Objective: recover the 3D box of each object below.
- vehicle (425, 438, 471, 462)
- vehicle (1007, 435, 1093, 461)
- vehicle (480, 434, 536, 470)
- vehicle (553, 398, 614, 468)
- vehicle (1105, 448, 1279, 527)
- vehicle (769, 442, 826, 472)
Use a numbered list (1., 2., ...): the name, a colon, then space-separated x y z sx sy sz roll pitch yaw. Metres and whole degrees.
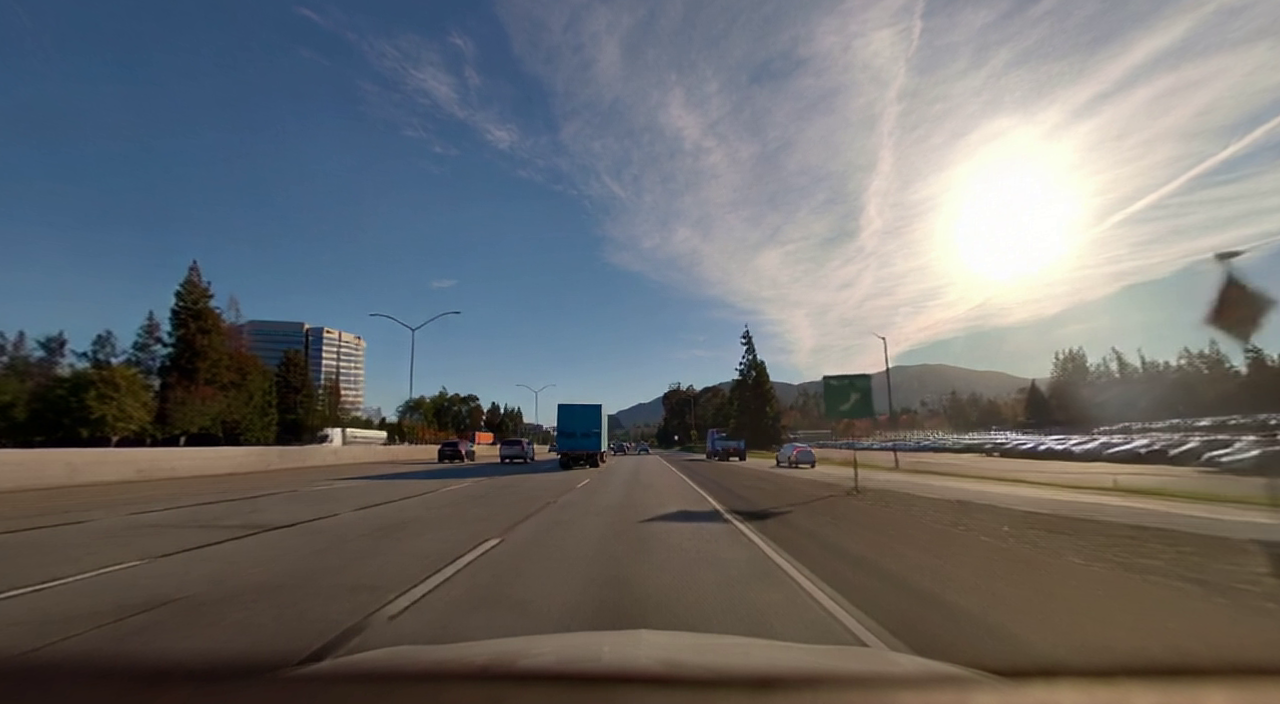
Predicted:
1. vehicle: -14.348 7.380 47.459 1.997 1.695 4.492 0 -8 1
2. vehicle: 28.298 6.620 43.636 4.586 1.710 1.944 0 -8 -2
3. vehicle: -7.106 5.424 34.425 2.058 1.840 4.443 0 -8 1
4. vehicle: -3.540 5.616 43.048 2.905 4.037 12.921 0 -8 0
5. vehicle: 13.464 2.942 14.140 2.022 1.505 4.786 1 -8 -7
6. vehicle: 9.783 6.540 39.521 2.083 1.706 4.129 1 -8 -6
